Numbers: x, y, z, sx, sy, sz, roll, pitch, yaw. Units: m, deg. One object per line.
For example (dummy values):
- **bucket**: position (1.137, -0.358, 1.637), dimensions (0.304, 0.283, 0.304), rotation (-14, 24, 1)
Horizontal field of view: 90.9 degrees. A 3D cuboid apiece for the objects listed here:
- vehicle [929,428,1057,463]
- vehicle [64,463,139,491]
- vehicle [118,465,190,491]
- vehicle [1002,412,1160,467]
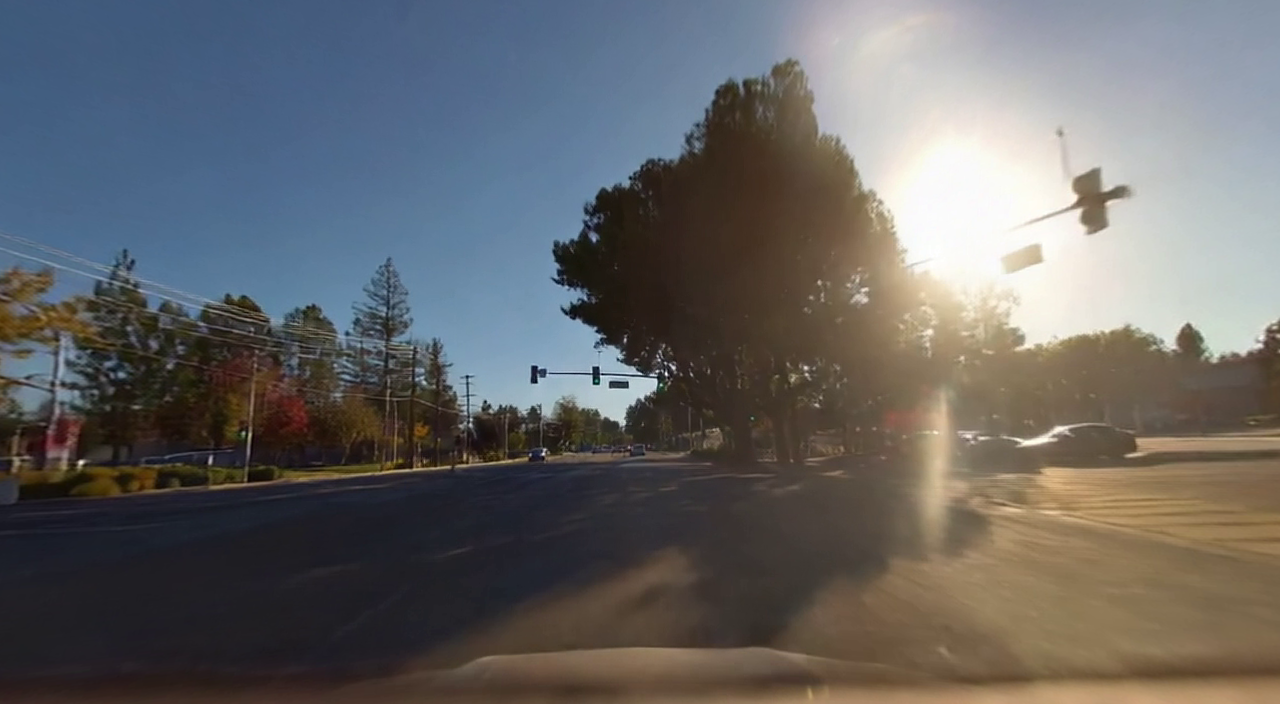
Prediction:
- **vehicle**: position (15.749, 4.187, 28.287), dimensions (4.582, 1.436, 2.073), rotation (0, -9, -7)
- **vehicle**: position (-40.826, 9.437, 47.882), dimensions (1.887, 1.769, 4.326), rotation (-1, -7, 0)
- **vehicle**: position (-37.782, 9.784, 49.115), dimensions (1.959, 1.633, 4.579), rotation (-4, -9, 1)
- **vehicle**: position (17.611, 3.515, 25.327), dimensions (4.721, 1.637, 2.256), rotation (-5, -8, -8)
